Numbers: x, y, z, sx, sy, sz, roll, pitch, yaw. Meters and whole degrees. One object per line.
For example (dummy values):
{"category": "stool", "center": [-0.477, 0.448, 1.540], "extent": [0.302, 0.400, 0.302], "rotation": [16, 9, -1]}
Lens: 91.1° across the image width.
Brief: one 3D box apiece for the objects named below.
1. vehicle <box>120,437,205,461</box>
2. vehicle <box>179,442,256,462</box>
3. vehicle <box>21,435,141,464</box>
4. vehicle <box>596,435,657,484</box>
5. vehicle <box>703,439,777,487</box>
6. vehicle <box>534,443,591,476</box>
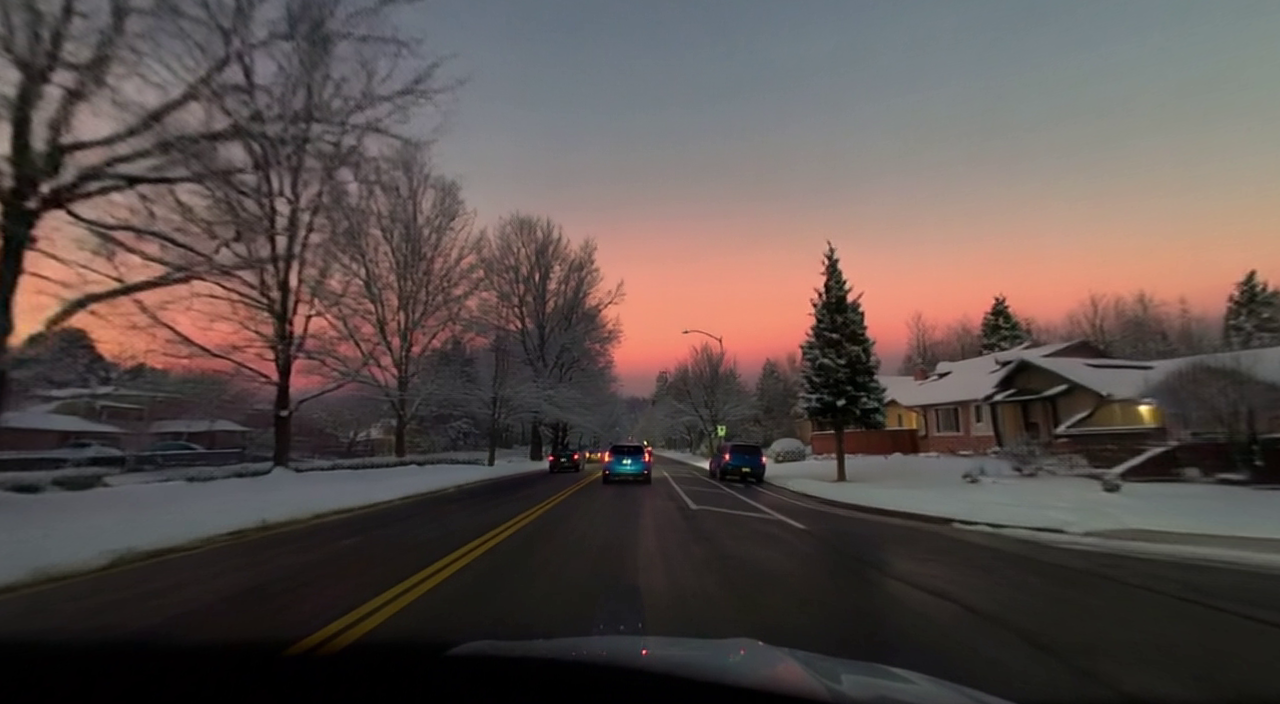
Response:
{"category": "vehicle", "center": [-33.414, 6.787, 44.015], "extent": [4.271, 1.581, 1.919], "rotation": [0, -9, -1]}
{"category": "vehicle", "center": [-32.263, 7.641, 48.002], "extent": [4.497, 1.418, 1.783], "rotation": [0, -9, 1]}
{"category": "vehicle", "center": [-32.290, 5.655, 36.379], "extent": [4.891, 1.538, 2.059], "rotation": [0, -9, 0]}
{"category": "vehicle", "center": [-0.476, 4.230, 24.910], "extent": [2.220, 1.742, 4.047], "rotation": [0, -9, 0]}
{"category": "vehicle", "center": [3.965, 4.493, 25.753], "extent": [2.332, 1.769, 4.518], "rotation": [0, -9, 0]}
{"category": "vehicle", "center": [-3.545, 5.038, 29.636], "extent": [2.032, 1.433, 4.458], "rotation": [0, -9, 1]}
